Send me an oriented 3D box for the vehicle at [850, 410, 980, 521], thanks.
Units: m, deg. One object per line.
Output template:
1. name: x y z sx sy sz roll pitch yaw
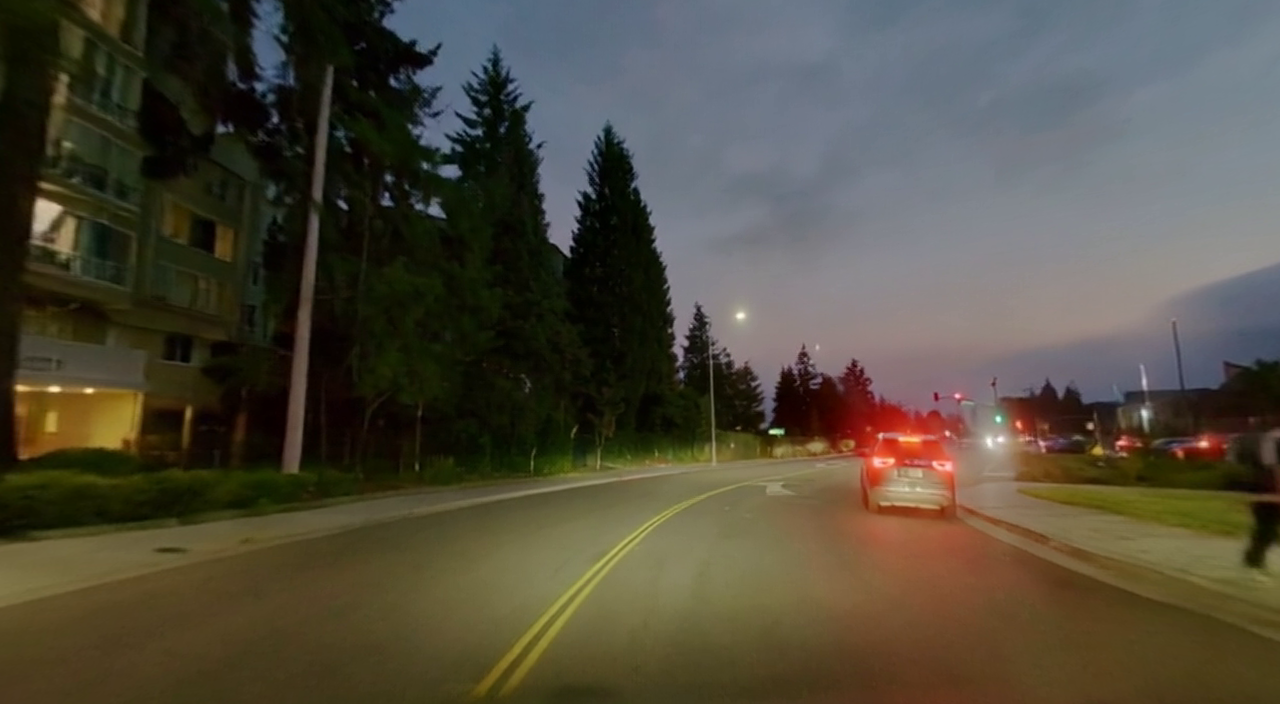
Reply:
1. vehicle: 6.225 2.583 14.707 2.043 2.250 3.024 -1 -9 11
